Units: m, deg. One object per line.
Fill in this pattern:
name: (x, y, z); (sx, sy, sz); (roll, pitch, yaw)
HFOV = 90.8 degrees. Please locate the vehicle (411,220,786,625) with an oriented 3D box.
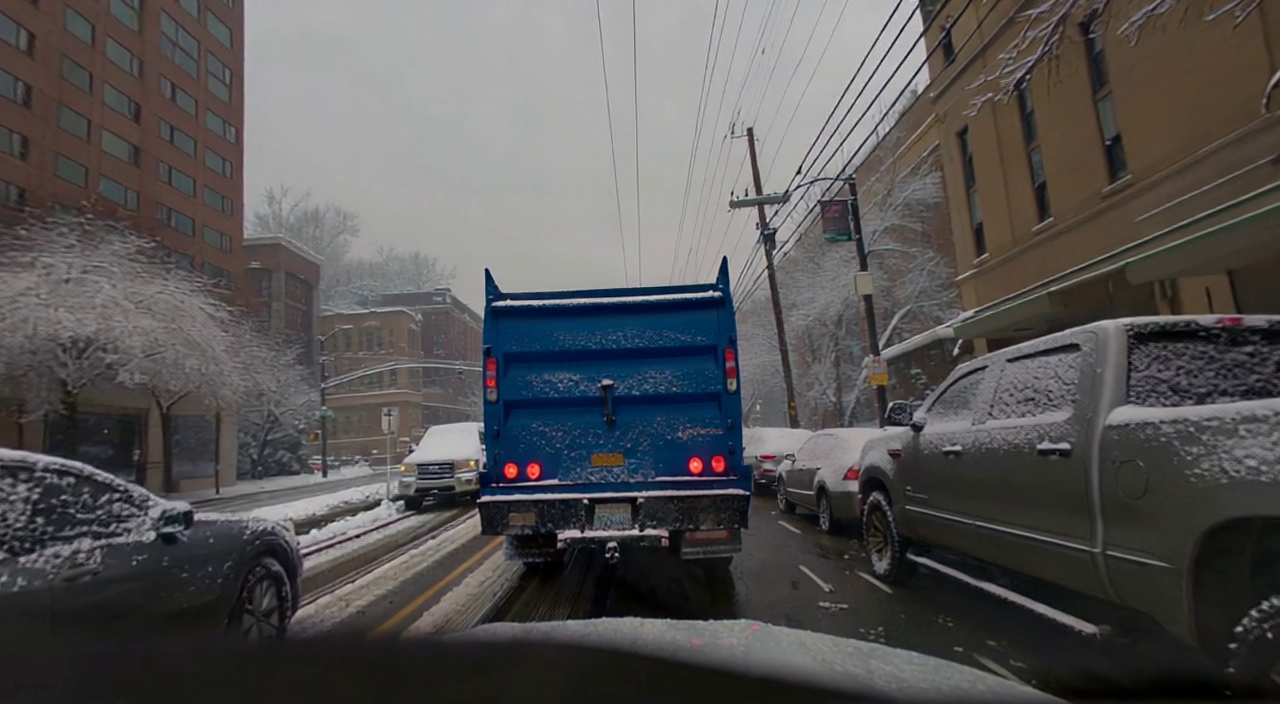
vehicle: (-0.224, 1.101, 9.146); (2.878, 3.204, 8.244); (0, -8, 1)

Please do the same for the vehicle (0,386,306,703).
vehicle: (-4.115, 1.078, 3.559); (1.988, 1.657, 4.492); (0, -8, 0)

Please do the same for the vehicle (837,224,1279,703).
vehicle: (3.236, 0.845, 3.864); (2.242, 1.979, 5.722); (0, -8, 1)
